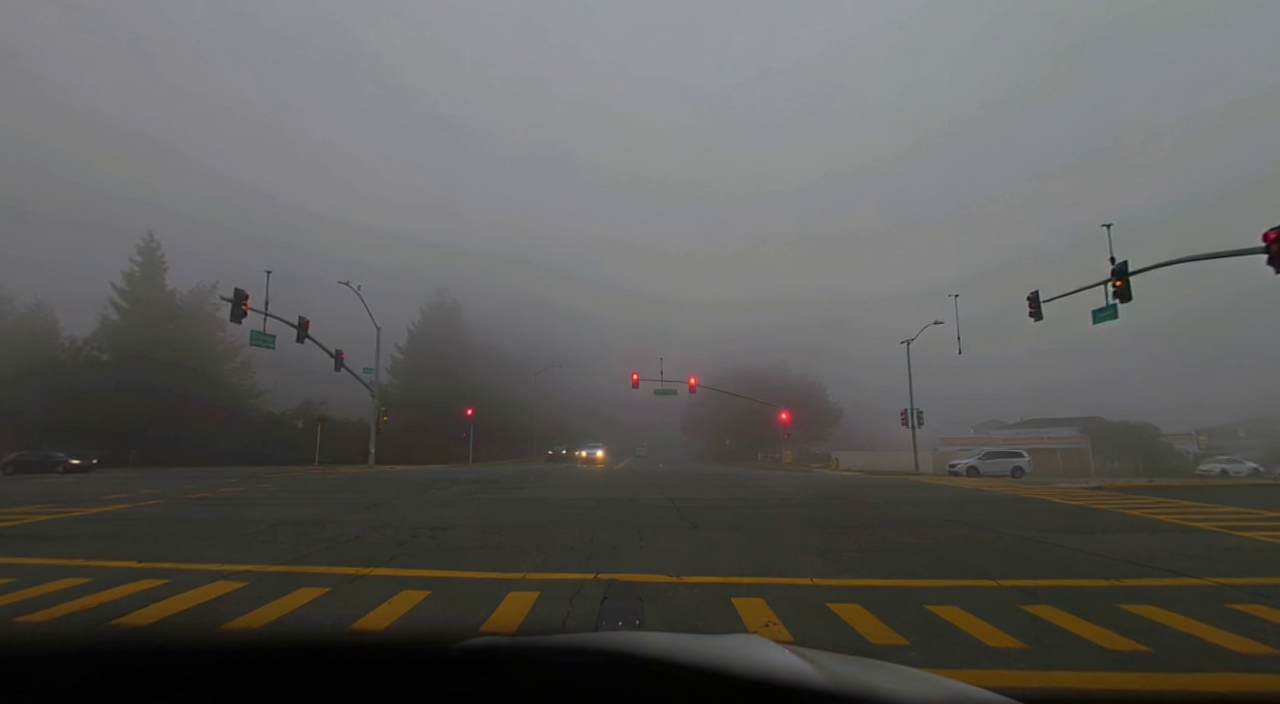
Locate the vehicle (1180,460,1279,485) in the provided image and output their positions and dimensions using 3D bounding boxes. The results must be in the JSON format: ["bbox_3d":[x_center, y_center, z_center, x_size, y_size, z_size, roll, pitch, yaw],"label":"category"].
[{"bbox_3d":[36.224,7.315,38.295,4.976,1.428,1.929,0,-8,-2],"label":"vehicle"}]

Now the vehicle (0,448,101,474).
[{"bbox_3d":[-35.134,6.421,37.191,4.741,1.447,1.807,0,-9,-1],"label":"vehicle"}]

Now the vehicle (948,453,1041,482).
[{"bbox_3d":[21.098,6.873,37.588,4.447,1.623,1.801,0,-9,-3],"label":"vehicle"}]

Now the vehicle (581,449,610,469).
[{"bbox_3d":[-3.449,8.360,49.188,1.908,1.441,4.142,0,-8,1],"label":"vehicle"}]
